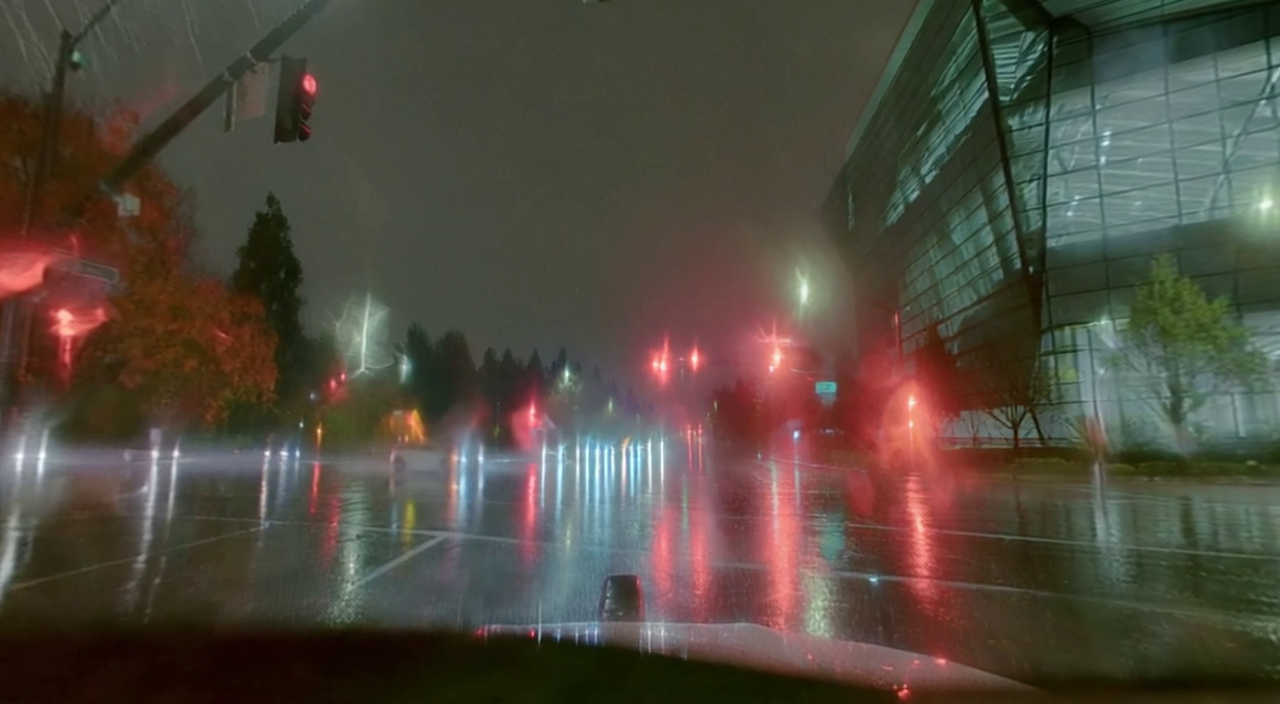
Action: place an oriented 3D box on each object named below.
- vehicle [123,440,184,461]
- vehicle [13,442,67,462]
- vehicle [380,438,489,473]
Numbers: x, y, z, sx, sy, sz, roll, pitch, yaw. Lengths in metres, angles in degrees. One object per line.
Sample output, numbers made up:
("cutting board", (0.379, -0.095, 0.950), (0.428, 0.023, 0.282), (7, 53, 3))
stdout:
("vehicle", (-35.718, 7.246, 46.320), (4.380, 1.455, 1.869), (-5, -10, 29))
("vehicle", (-43.864, 7.280, 46.136), (4.323, 1.390, 1.953), (-6, -10, 35))
("vehicle", (-9.907, 4.943, 30.335), (5.408, 1.505, 2.091), (-6, -10, 35))
